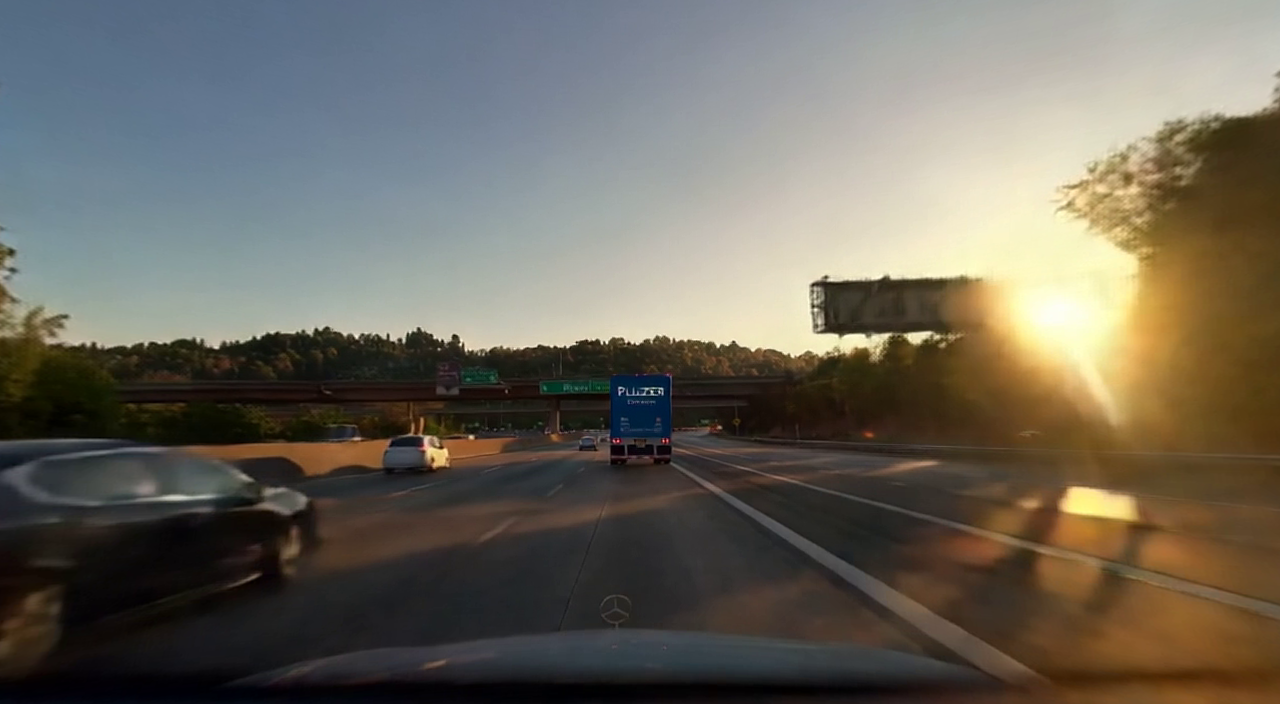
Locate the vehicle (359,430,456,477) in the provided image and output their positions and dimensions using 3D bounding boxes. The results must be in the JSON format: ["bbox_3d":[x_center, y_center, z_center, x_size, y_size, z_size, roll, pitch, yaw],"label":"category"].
[{"bbox_3d":[-8.403,3.674,23.170,2.041,1.566,3.986,0,-8,0],"label":"vehicle"}]

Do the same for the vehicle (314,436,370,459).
[{"bbox_3d":[-21.170,6.784,44.914,1.875,1.521,4.391,0,-8,0],"label":"vehicle"}]

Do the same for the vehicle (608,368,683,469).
[{"bbox_3d":[0.045,3.410,30.753,2.926,3.959,11.818,0,-8,-2],"label":"vehicle"}]

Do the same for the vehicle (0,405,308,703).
[{"bbox_3d":[-3.765,1.017,3.169,1.943,1.446,4.158,0,-8,-1],"label":"vehicle"}]
